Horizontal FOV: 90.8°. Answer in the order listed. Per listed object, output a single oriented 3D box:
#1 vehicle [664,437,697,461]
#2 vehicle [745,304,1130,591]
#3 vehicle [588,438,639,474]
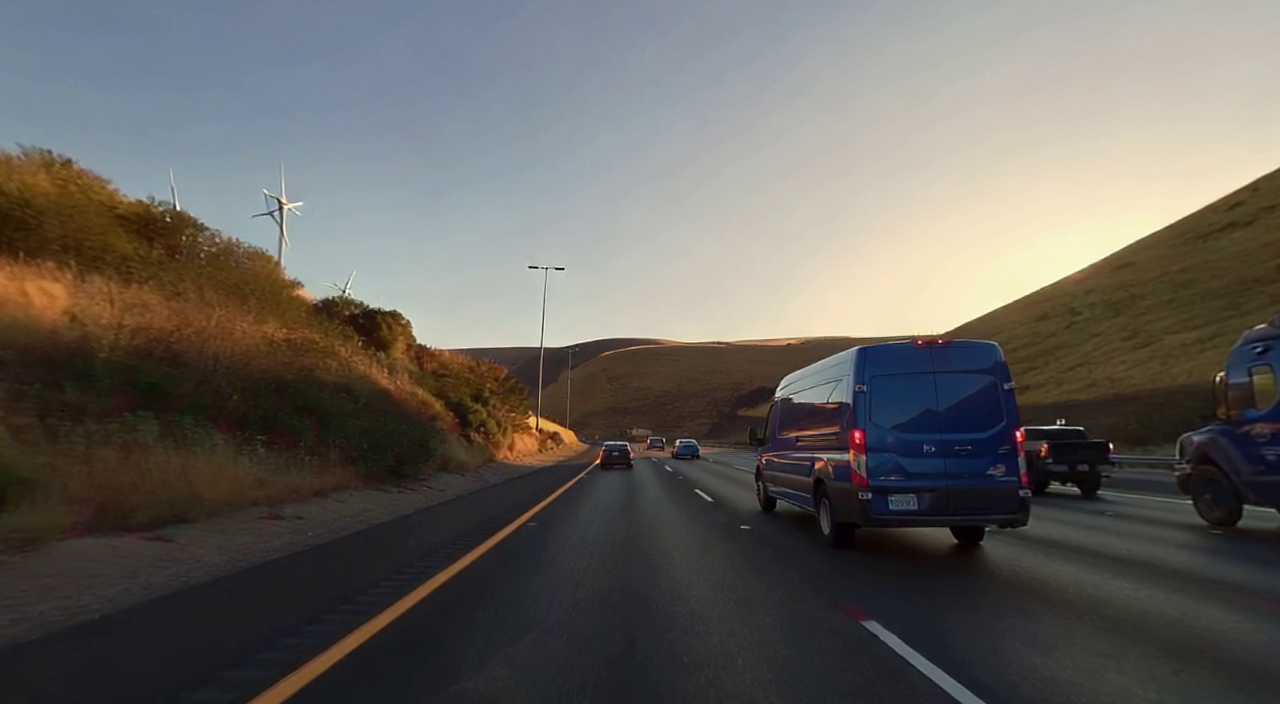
[{"bbox_3d":[2.983,7.229,47.314,2.108,1.717,3.996,0,-8,-2],"label":"vehicle"},{"bbox_3d":[3.186,1.264,8.706,2.365,2.630,5.754,0,-8,-1],"label":"vehicle"},{"bbox_3d":[-1.134,4.595,28.070,2.082,1.445,3.826,0,-8,-1],"label":"vehicle"}]
